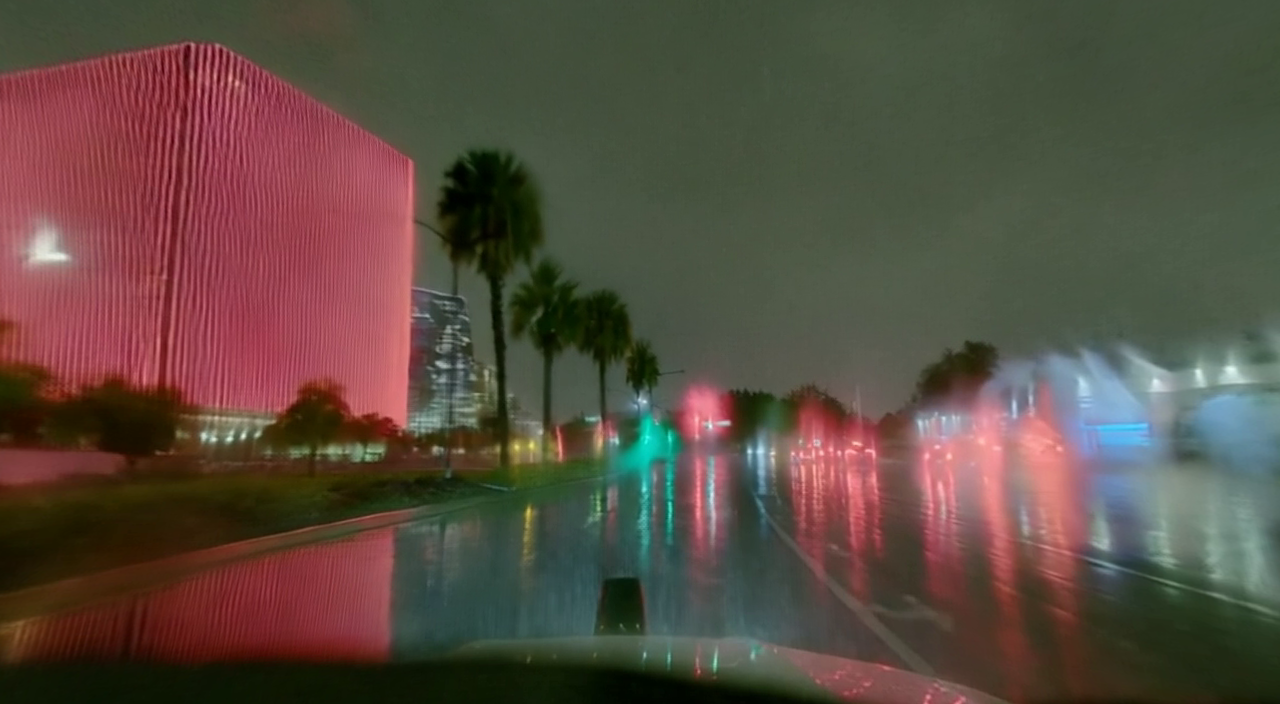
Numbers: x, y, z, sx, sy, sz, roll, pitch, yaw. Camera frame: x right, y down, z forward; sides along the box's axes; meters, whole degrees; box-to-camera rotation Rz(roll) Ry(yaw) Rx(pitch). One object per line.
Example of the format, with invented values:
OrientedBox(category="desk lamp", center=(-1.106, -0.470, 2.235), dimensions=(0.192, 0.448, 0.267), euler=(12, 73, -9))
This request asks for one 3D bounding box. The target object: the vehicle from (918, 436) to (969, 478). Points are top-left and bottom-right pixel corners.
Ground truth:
OrientedBox(category="vehicle", center=(17.666, 6.128, 36.771), dimensions=(2.219, 2.342, 1.744), euler=(-1, -10, 13))
